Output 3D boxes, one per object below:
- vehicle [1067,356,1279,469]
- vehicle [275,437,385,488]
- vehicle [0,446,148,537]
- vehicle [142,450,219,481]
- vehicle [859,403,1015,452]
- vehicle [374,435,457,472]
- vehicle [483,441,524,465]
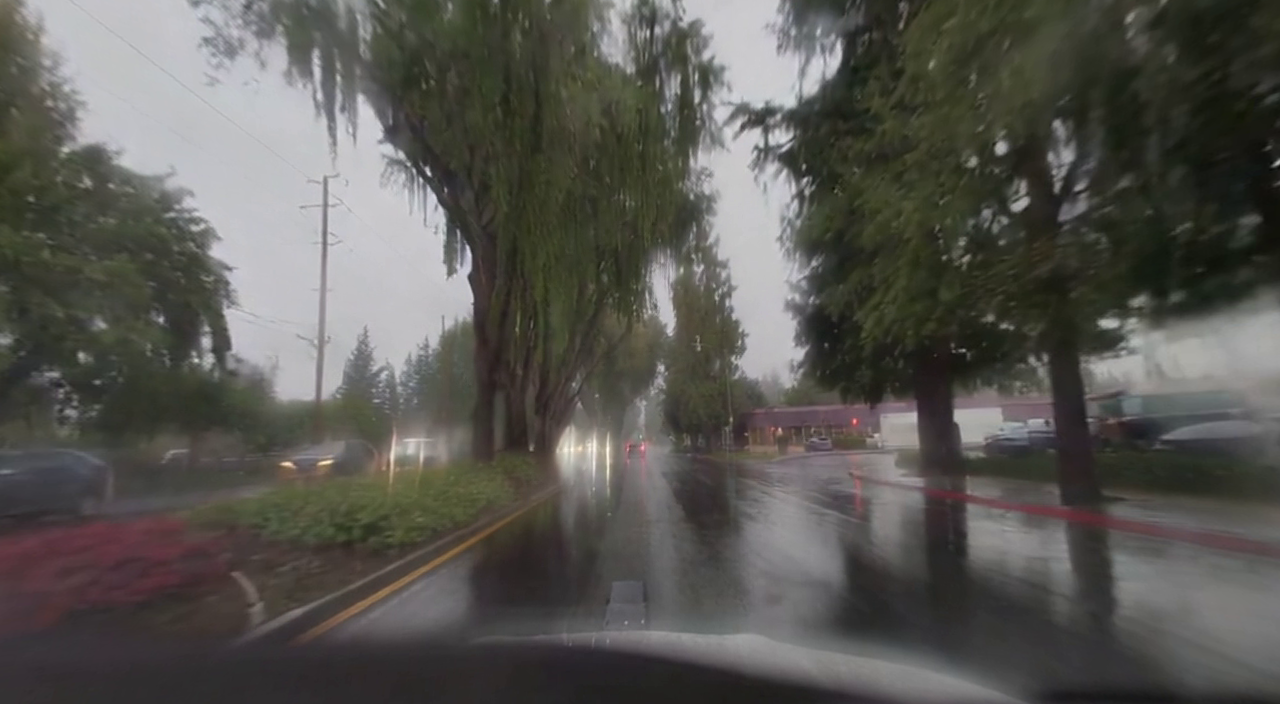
[{"bbox_3d":[17.711,2.242,21.125,2.920,2.995,8.704,-3,-9,16],"label":"vehicle"},{"bbox_3d":[-10.318,3.687,21.329,1.778,1.517,3.923,0,-8,-1],"label":"vehicle"},{"bbox_3d":[-11.717,2.499,11.602,1.931,1.493,4.308,0,-9,-2],"label":"vehicle"},{"bbox_3d":[-24.603,6.040,33.925,1.863,1.519,4.451,2,-9,-16],"label":"vehicle"},{"bbox_3d":[18.960,4.923,40.619,8.462,3.012,2.906,0,-8,-1],"label":"vehicle"},{"bbox_3d":[-11.925,5.460,34.039,2.471,1.783,5.903,0,-8,-2],"label":"vehicle"},{"bbox_3d":[-10.632,7.948,49.553,2.189,1.747,4.651,0,-9,0],"label":"vehicle"}]
